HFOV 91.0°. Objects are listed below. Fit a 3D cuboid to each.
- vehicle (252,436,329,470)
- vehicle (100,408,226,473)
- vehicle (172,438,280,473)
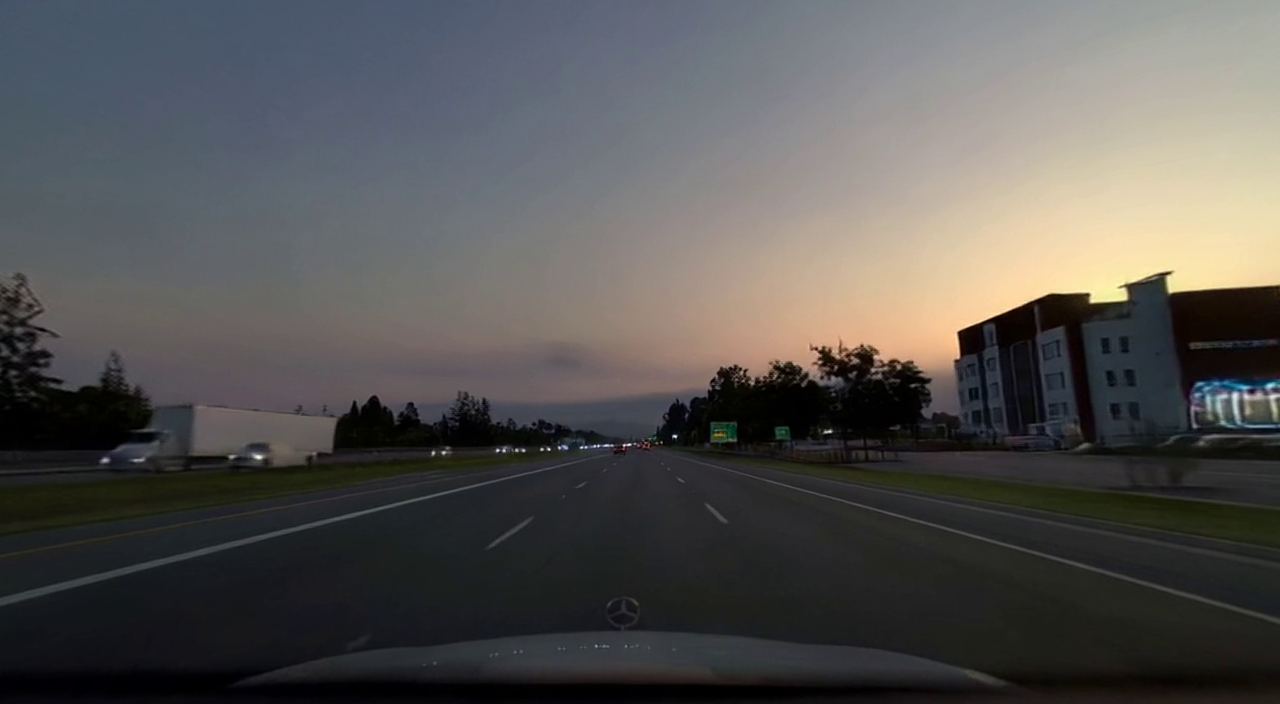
[{"bbox_3d":[-24.725,7.153,44.804,2.424,2.250,5.146,0,-9,1],"label":"vehicle"},{"bbox_3d":[-31.901,6.001,42.580,2.962,3.983,6.703,0,-9,1],"label":"vehicle"},{"bbox_3d":[-24.722,6.212,37.962,2.324,1.919,5.995,0,-9,1],"label":"vehicle"}]
